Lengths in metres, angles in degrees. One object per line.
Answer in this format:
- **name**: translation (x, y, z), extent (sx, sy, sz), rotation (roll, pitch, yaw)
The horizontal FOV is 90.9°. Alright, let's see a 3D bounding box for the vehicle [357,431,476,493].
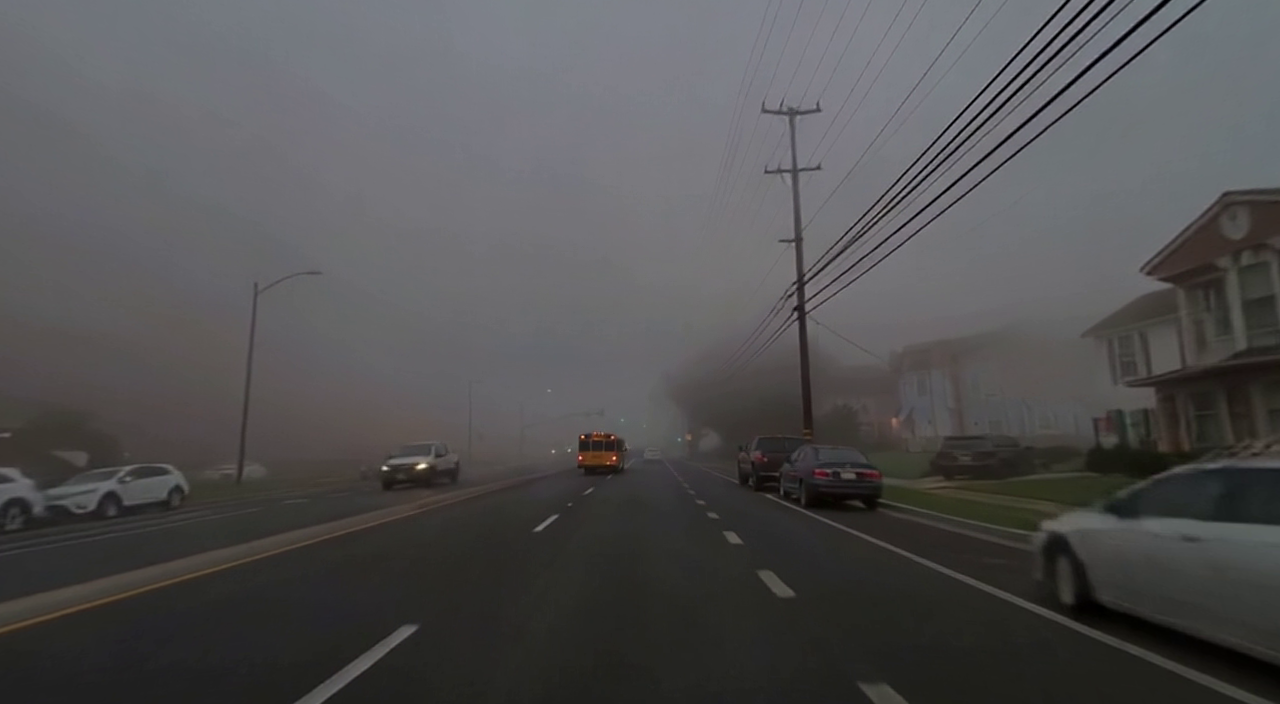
- **vehicle**: translation (-8.554, 4.268, 24.848), extent (2.653, 1.964, 5.699), rotation (-3, -9, 0)

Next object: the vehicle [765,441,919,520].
- **vehicle**: translation (4.271, 2.779, 14.264), extent (1.838, 1.458, 4.750), rotation (0, -9, -1)

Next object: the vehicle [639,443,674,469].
- **vehicle**: translation (1.065, 6.445, 39.279), extent (2.063, 1.495, 3.849), rotation (0, -9, 2)

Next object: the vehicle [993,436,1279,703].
- **vehicle**: translation (4.085, 1.172, 3.406), extent (1.782, 1.410, 4.388), rotation (0, -9, 0)

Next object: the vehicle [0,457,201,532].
- **vehicle**: translation (-14.453, 3.750, 17.148), extent (2.045, 1.513, 4.464), rotation (-5, -8, -3)

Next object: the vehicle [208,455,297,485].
- **vehicle**: translation (-20.516, 6.261, 33.455), extent (3.558, 1.480, 1.670), rotation (0, -9, 1)

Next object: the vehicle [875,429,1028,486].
- **vehicle**: translation (9.663, 3.299, 20.074), extent (1.872, 1.518, 4.591), rotation (-1, -8, -10)

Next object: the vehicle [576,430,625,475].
- **vehicle**: translation (-1.848, 4.933, 31.070), extent (2.168, 2.040, 4.527), rotation (0, -9, -1)
